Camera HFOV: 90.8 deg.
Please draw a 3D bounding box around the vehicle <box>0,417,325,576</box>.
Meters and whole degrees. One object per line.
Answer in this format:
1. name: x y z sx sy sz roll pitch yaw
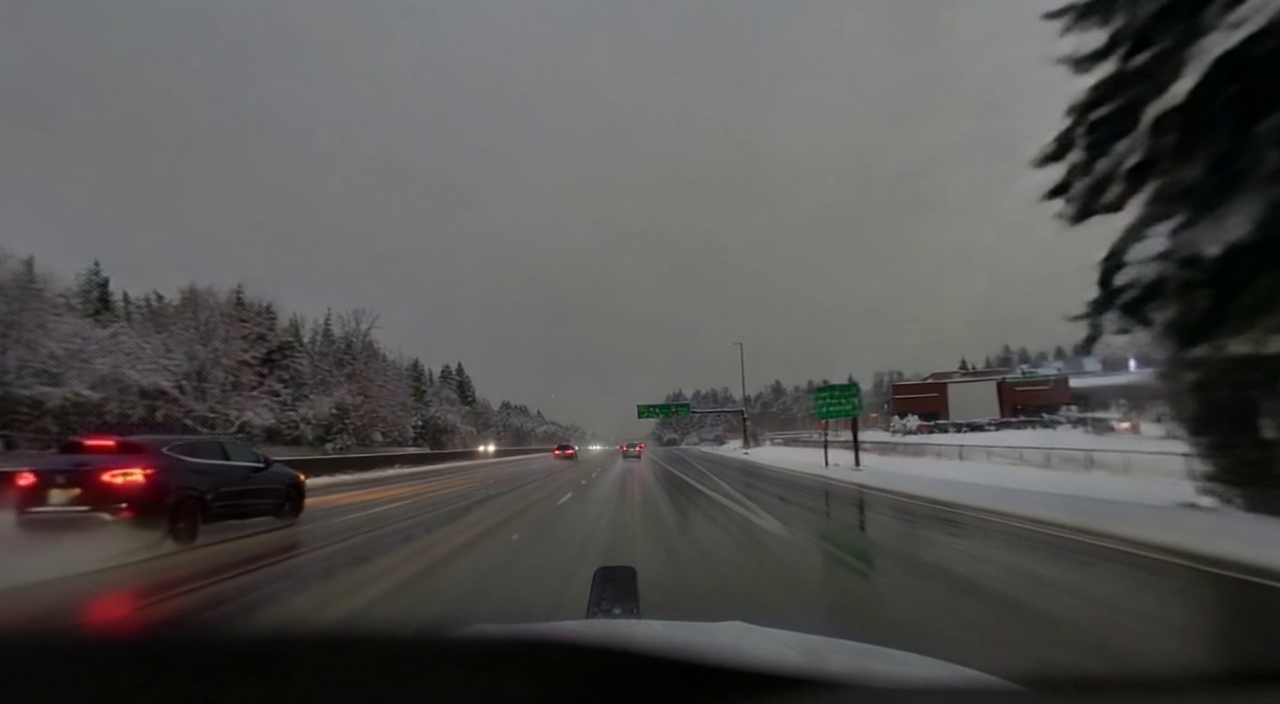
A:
1. vehicle: -6.689 1.843 8.894 2.016 1.606 4.806 0 -9 0
